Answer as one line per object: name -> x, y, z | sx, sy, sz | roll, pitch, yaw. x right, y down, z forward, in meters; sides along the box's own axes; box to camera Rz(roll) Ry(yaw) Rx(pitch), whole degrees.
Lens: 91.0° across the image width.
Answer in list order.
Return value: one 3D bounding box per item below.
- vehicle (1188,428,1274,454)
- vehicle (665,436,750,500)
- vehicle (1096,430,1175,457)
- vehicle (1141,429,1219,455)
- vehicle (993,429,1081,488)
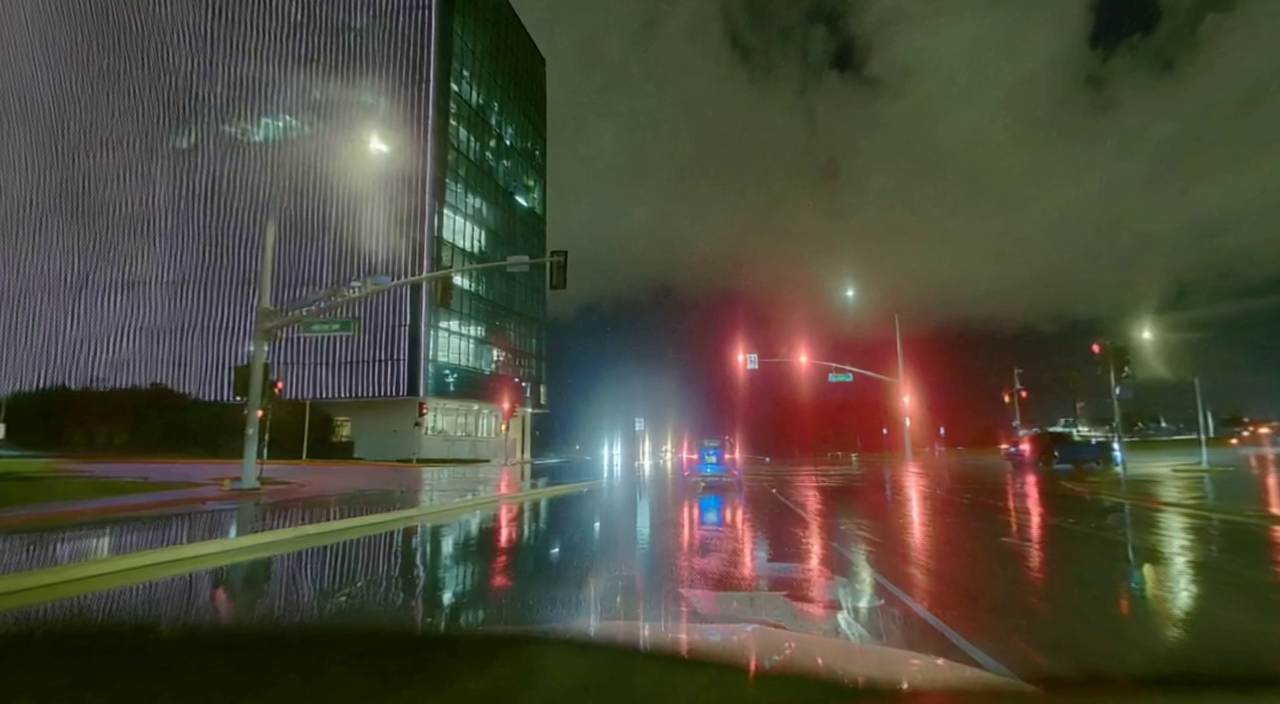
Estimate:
vehicle -> 34.835, 5.288, 37.263 | 1.743, 1.472, 3.772 | -1, -9, 9
vehicle -> 1.988, 3.126, 17.411 | 2.014, 1.525, 4.197 | -1, -9, 10
vehicle -> 30.123, 5.611, 38.449 | 1.864, 1.519, 4.317 | -1, -9, 11
vehicle -> 32.366, 5.445, 37.885 | 1.816, 1.476, 3.652 | -1, -9, 10
vehicle -> 13.524, 3.633, 21.751 | 2.174, 1.749, 4.739 | -5, -10, 28
